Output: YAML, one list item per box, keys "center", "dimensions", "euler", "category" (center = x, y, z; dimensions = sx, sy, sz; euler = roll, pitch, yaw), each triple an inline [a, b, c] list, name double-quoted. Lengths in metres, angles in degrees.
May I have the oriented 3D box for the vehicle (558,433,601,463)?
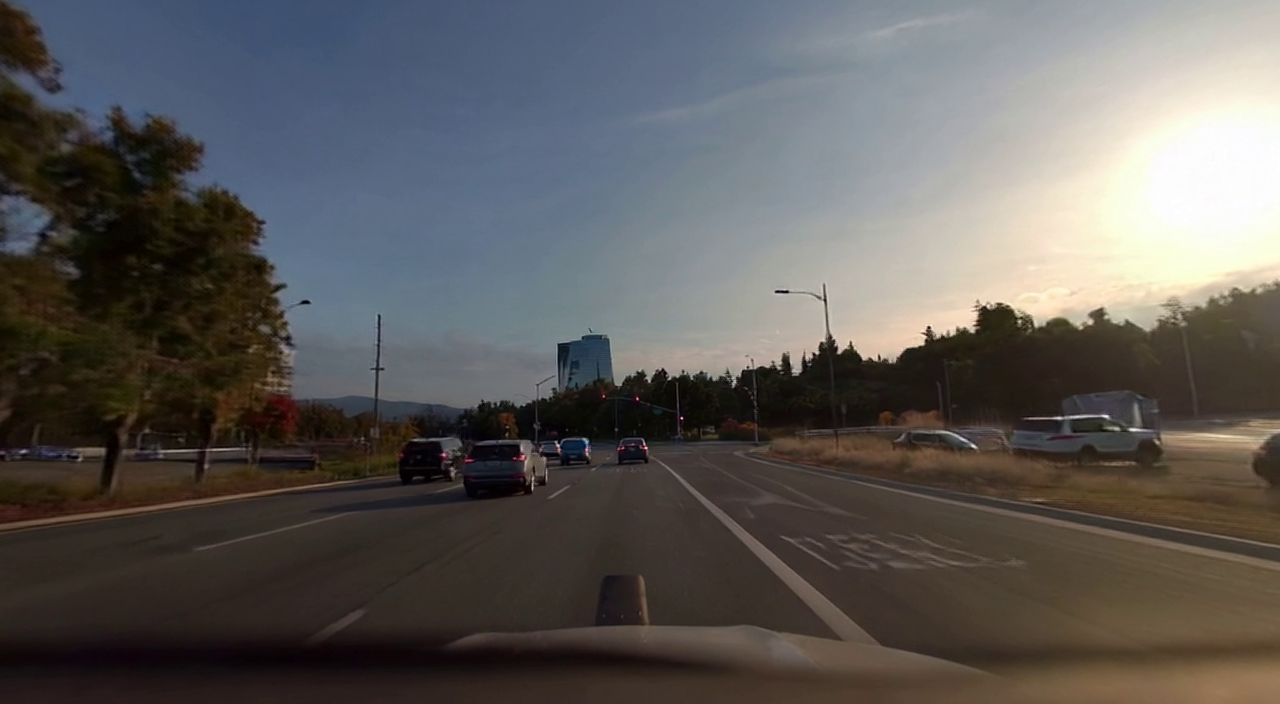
- center: [-3.733, 6.002, 39.496]
  dimensions: [2.144, 1.732, 4.279]
  euler: [0, -8, 2]
  category: "vehicle"

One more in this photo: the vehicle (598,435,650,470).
- center: [-0.709, 4.689, 29.722]
  dimensions: [2.231, 1.481, 4.489]
  euler: [0, -8, 0]
  category: "vehicle"

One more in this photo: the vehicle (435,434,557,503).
- center: [-3.425, 2.870, 16.005]
  dimensions: [1.920, 1.480, 4.549]
  euler: [0, -8, 1]
  category: "vehicle"

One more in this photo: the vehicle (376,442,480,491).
- center: [-6.948, 3.771, 21.283]
  dimensions: [1.852, 1.458, 4.422]
  euler: [-1, -8, 2]
  category: "vehicle"

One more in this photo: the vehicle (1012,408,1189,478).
- center: [14.950, 2.940, 20.490]
  dimensions: [5.394, 1.994, 2.228]
  euler: [4, -9, -26]
  category: "vehicle"
